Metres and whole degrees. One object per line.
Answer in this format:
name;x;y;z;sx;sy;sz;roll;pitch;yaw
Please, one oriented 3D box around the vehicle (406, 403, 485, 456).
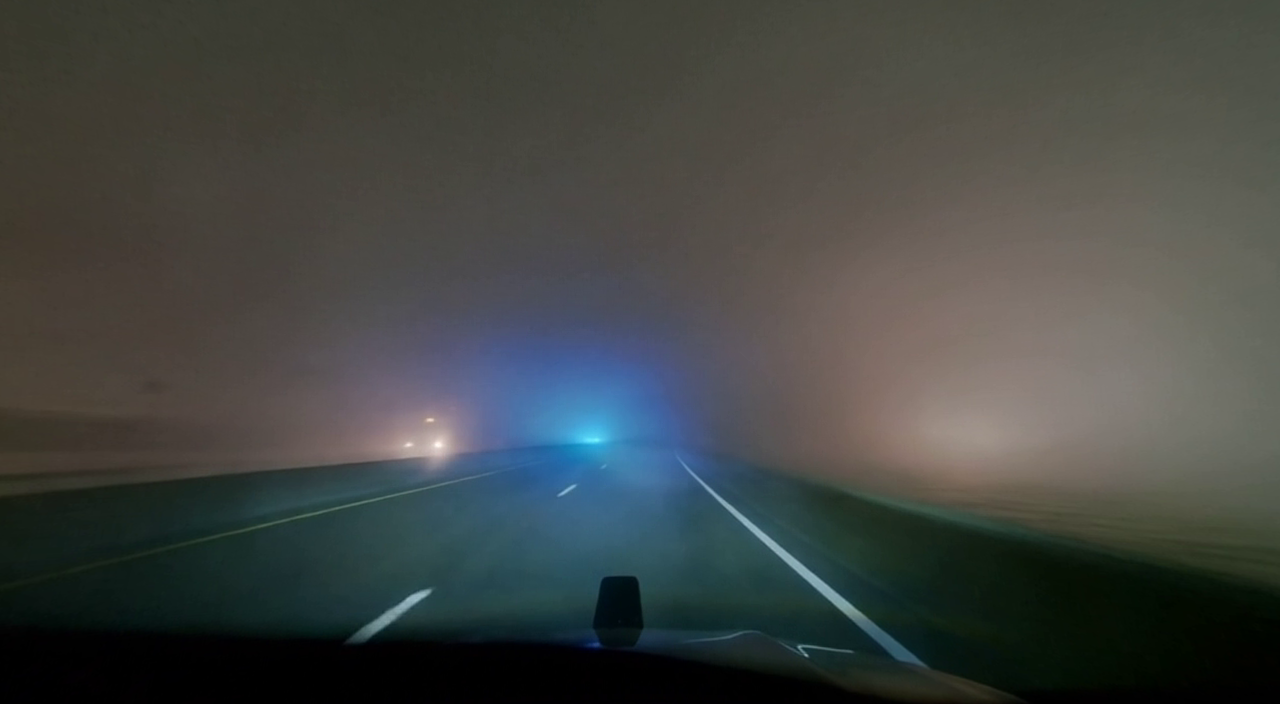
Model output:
vehicle;-14.485;5.964;47.801;2.791;3.613;8.984;0;-8;3
